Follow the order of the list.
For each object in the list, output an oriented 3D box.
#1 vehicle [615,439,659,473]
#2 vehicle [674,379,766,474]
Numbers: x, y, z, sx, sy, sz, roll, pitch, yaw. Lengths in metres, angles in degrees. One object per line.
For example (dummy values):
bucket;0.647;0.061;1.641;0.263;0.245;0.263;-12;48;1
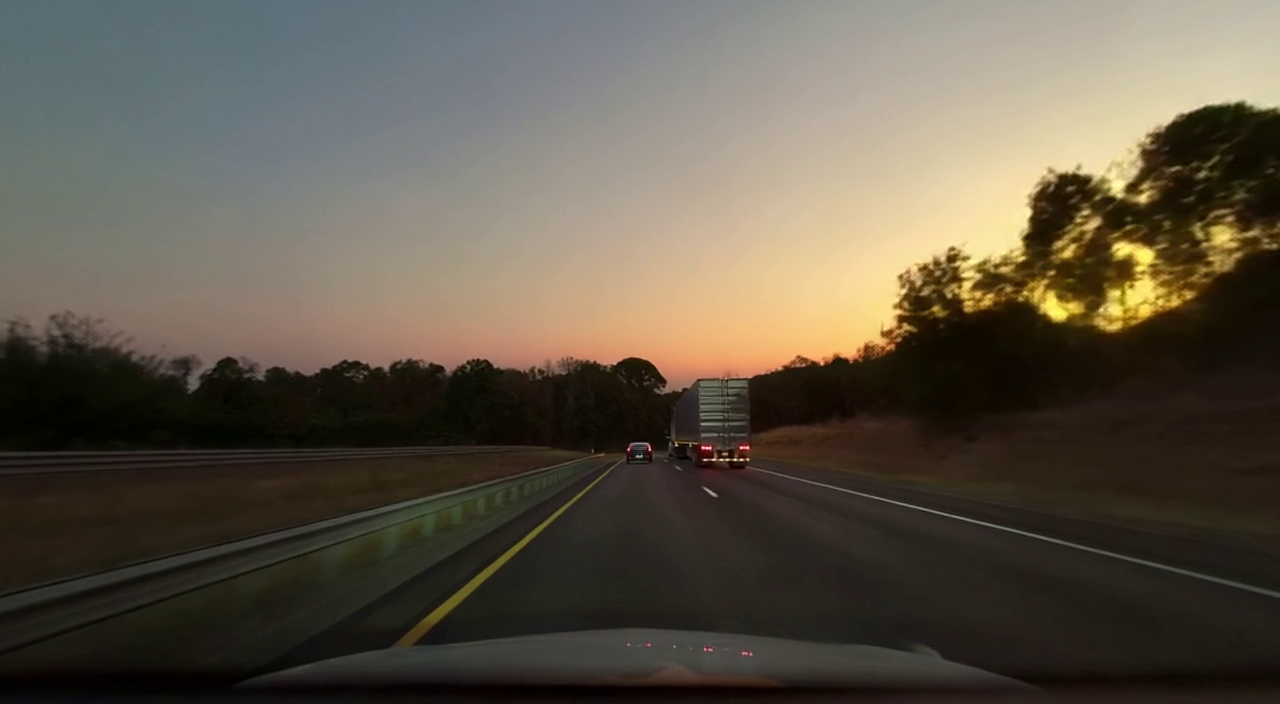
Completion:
vehicle;-0.168;5.004;30.515;1.968;1.515;4.025;0;-8;-1
vehicle;3.911;4.449;35.701;2.929;4.158;15.921;0;-8;-1
